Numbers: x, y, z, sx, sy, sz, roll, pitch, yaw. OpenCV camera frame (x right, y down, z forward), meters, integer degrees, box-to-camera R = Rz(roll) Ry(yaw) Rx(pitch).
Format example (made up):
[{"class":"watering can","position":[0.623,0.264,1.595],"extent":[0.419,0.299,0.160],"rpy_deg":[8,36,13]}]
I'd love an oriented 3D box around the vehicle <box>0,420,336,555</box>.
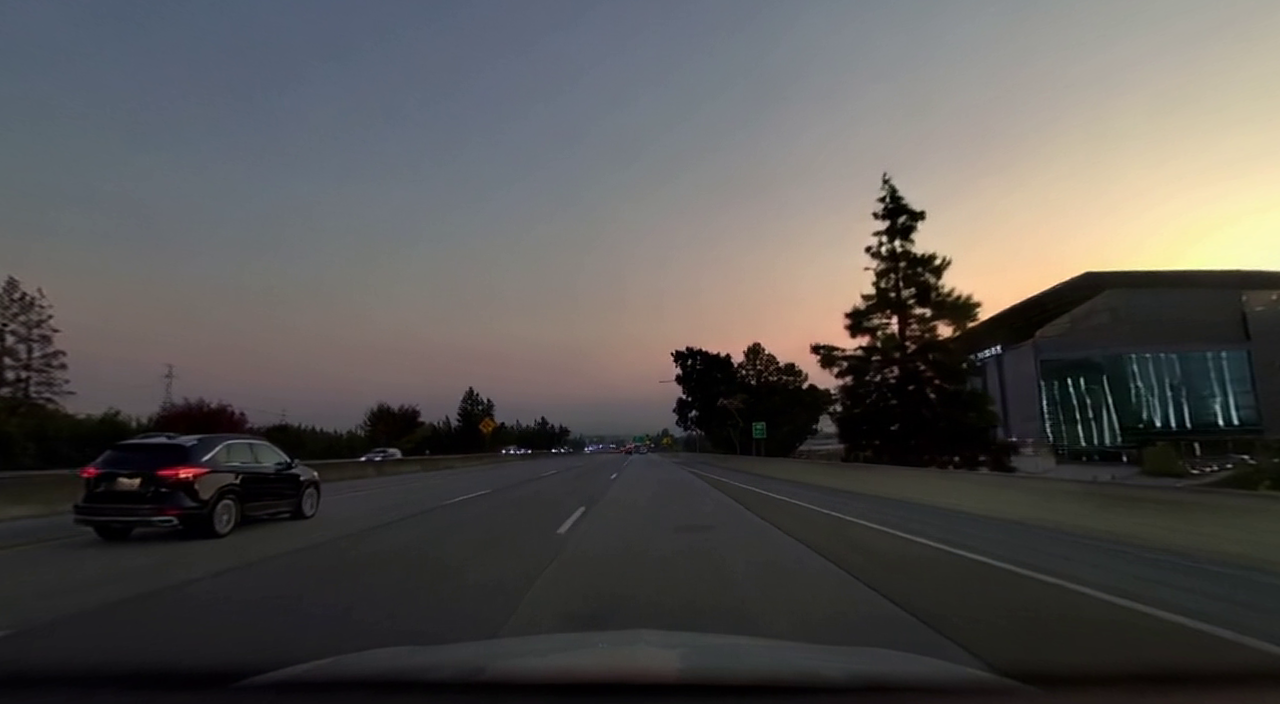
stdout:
[{"class":"vehicle","position":[-7.323,2.083,10.485],"extent":[2.148,1.709,4.678],"rpy_deg":[0,-8,1]}]

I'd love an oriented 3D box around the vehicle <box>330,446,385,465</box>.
[{"class":"vehicle","position":[-20.857,7.651,46.790],"extent":[1.906,1.339,4.595],"rpy_deg":[0,-8,1]}]
